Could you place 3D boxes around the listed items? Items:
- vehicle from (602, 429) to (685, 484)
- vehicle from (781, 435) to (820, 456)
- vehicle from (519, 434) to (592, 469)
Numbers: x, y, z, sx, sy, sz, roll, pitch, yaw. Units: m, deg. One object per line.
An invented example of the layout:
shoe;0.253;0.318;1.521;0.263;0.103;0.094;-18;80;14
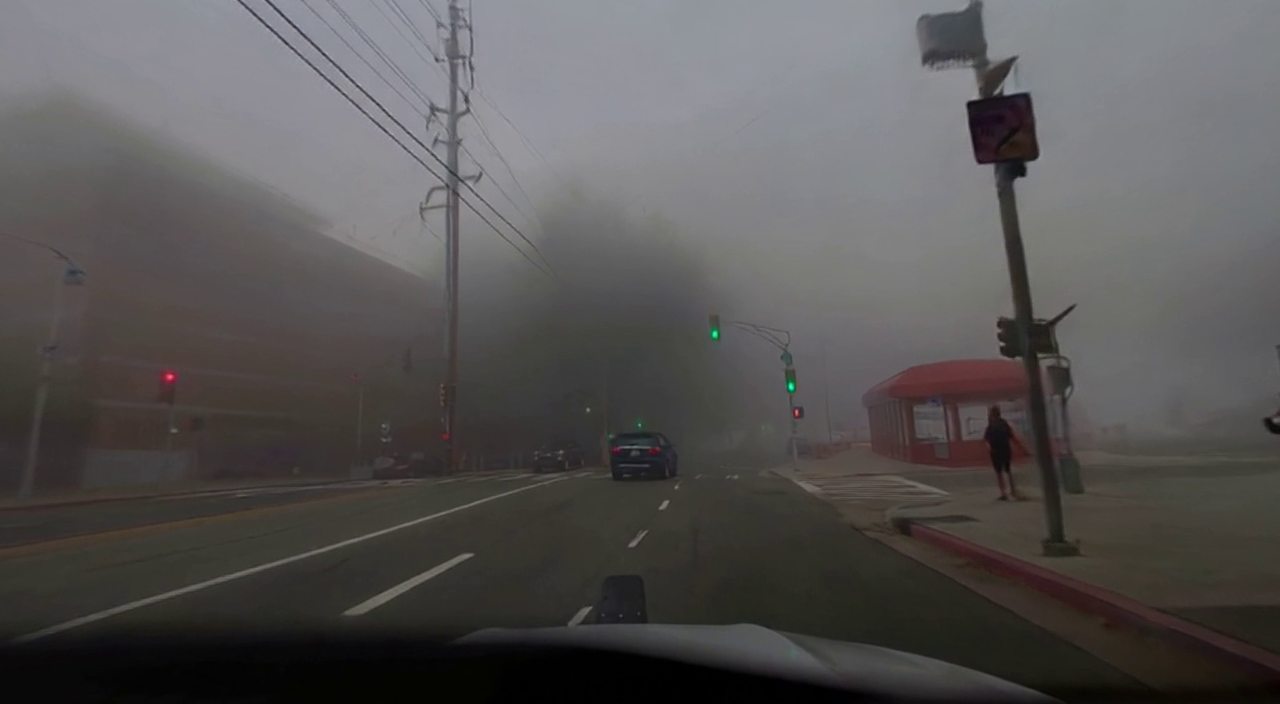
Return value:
vehicle;0.253;3.643;22.311;2.101;1.721;4.364;-2;-9;11
vehicle;11.890;6.897;46.671;2.006;1.470;4.099;-4;-9;25
vehicle;-4.308;5.210;33.143;2.017;1.684;4.483;-3;-9;18
